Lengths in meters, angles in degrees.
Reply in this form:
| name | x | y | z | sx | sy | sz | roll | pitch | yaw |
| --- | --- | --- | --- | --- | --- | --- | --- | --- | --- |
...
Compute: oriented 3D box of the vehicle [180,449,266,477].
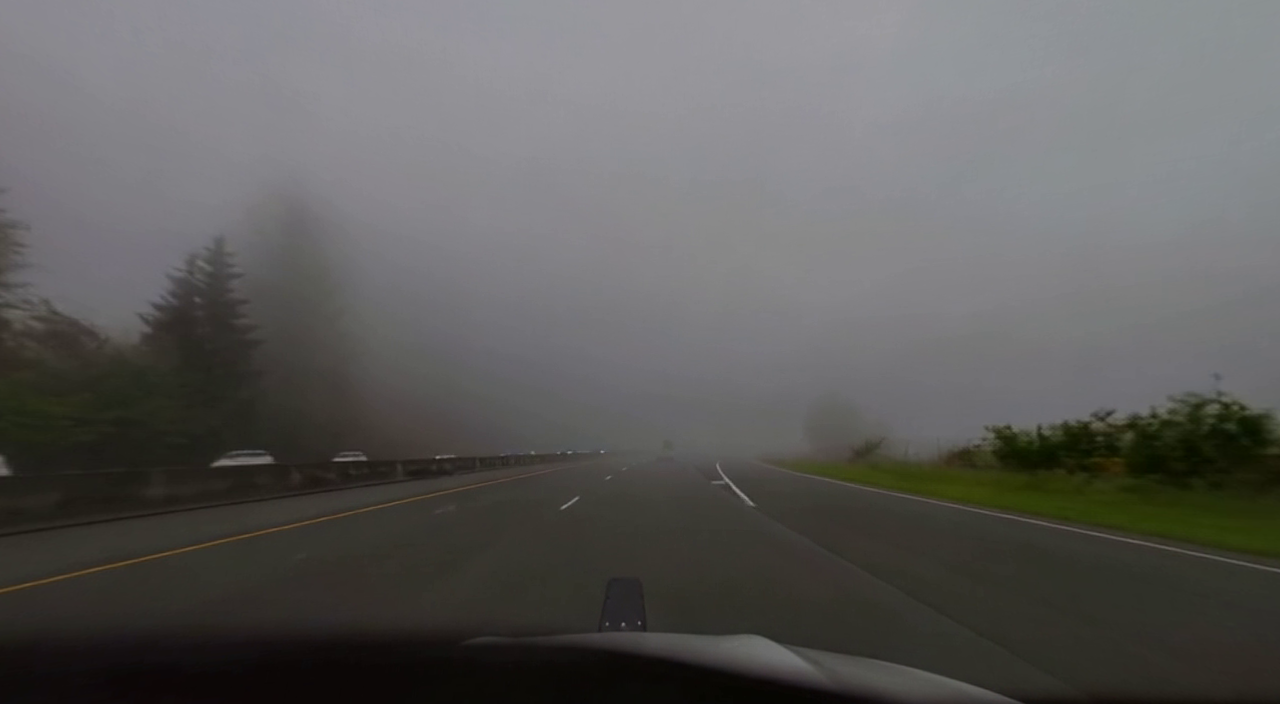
| name | x | y | z | sx | sy | sz | roll | pitch | yaw |
| --- | --- | --- | --- | --- | --- | --- | --- | --- | --- |
| vehicle | -26.067 | 6.948 | 39.618 | 2.199 | 1.649 | 4.525 | 0 | -9 | 1 |
